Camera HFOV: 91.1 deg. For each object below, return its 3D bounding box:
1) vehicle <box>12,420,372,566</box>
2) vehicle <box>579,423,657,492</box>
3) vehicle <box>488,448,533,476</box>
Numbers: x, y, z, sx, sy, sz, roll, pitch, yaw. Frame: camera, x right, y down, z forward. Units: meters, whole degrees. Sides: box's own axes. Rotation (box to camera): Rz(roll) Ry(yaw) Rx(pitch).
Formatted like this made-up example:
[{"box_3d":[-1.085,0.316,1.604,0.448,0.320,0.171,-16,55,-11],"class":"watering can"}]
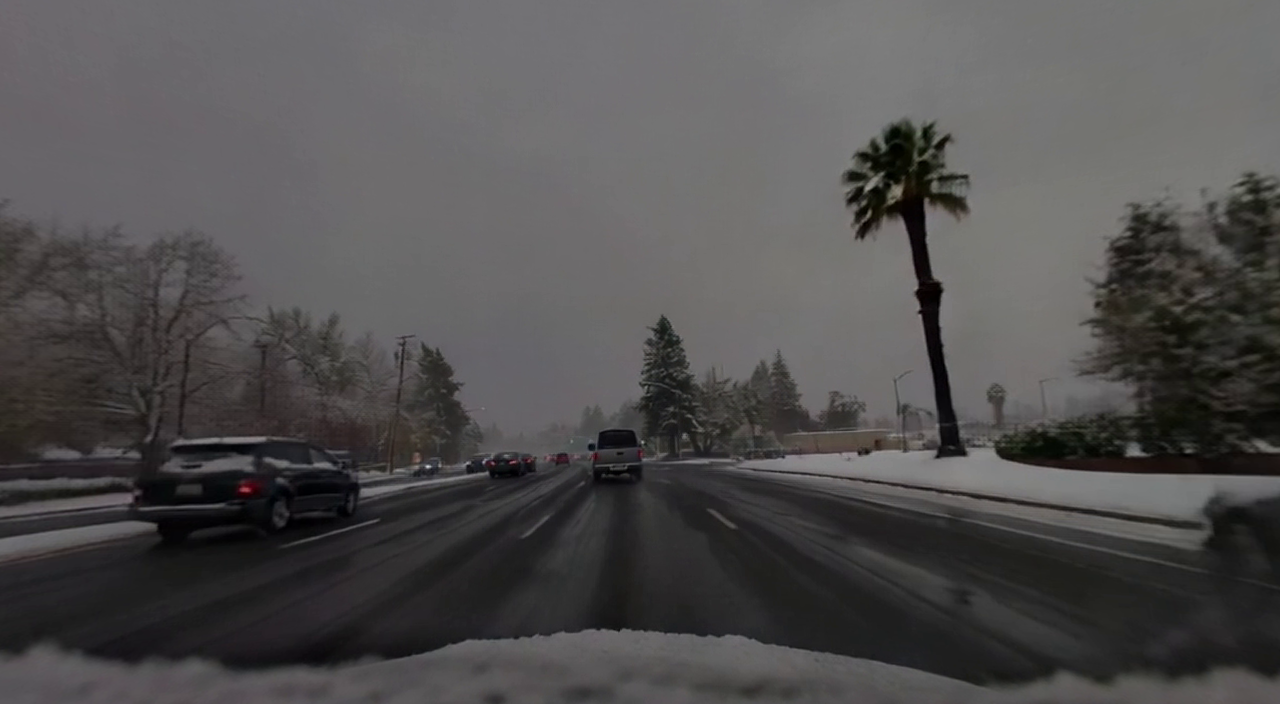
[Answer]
[{"box_3d":[-6.247,2.003,9.736,2.235,1.682,4.662,0,-9,-2],"class":"vehicle"},{"box_3d":[-0.971,3.835,23.152,2.507,2.161,6.049,1,-9,-5],"class":"vehicle"},{"box_3d":[-7.827,6.673,38.224,2.016,1.576,4.215,0,-9,-3],"class":"vehicle"}]
